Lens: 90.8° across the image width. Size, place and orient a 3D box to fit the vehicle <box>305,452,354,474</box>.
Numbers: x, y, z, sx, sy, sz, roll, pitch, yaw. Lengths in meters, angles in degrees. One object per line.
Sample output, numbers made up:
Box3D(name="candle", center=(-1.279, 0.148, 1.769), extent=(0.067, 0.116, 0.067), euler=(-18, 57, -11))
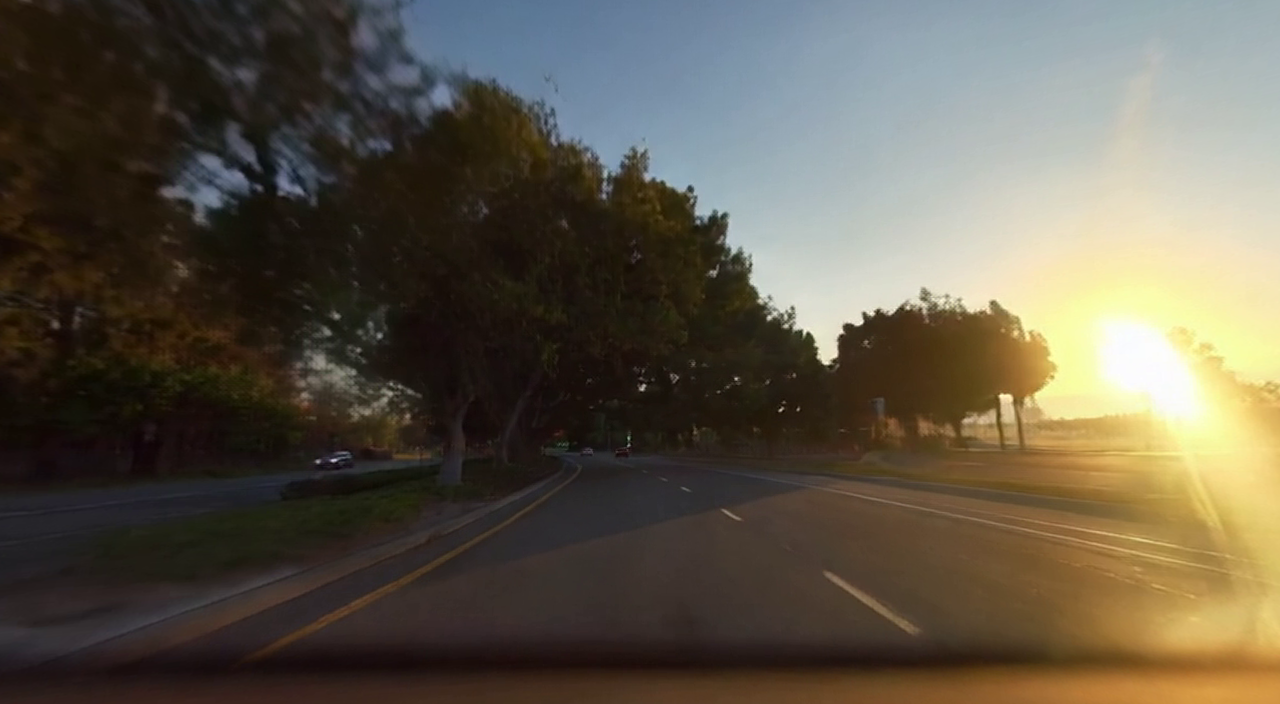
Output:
Box3D(name="vehicle", center=(-24.250, 8.640, 49.503), extent=(1.895, 1.604, 4.349), euler=(1, -8, -5))
